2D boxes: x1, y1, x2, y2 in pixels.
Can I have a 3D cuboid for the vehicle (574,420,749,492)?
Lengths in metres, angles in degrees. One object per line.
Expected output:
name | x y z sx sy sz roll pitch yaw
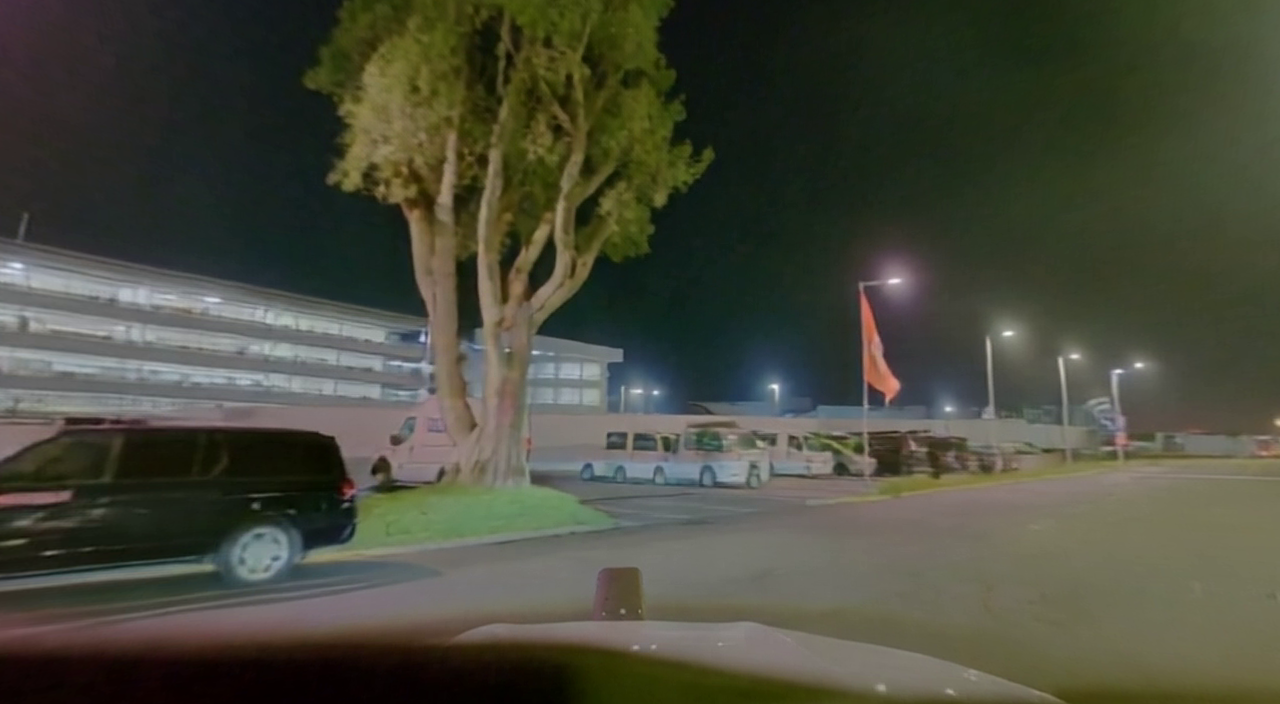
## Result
vehicle | 0.493 3.526 22.161 2.228 2.126 6.632 5 -9 -40

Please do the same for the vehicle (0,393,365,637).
vehicle | -5.576 1.401 5.913 4.992 1.894 2.043 8 -11 -42

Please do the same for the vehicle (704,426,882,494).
vehicle | 5.640 4.033 24.347 2.242 2.227 6.505 5 -9 -41

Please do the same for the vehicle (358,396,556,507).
vehicle | -4.945 2.549 16.421 2.491 2.324 5.986 7 -11 -41
